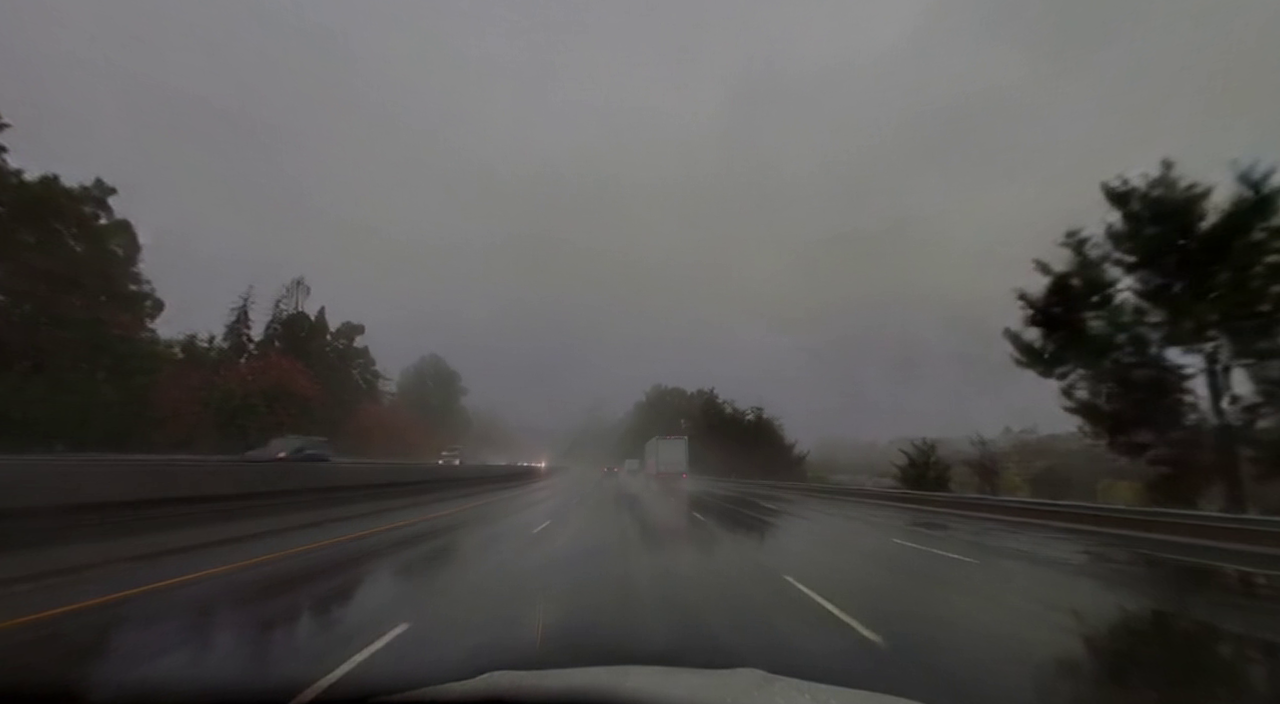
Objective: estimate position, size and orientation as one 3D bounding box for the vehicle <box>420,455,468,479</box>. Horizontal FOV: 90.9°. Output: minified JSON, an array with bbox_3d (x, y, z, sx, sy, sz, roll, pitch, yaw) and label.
[{"bbox_3d":[-12.942,7.660,41.850,1.858,1.451,4.401,1,-11,-1],"label":"vehicle"}]

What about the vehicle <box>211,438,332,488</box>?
[{"bbox_3d":[-11.721,3.605,20.336,1.732,1.414,3.600,1,-11,-1],"label":"vehicle"}]
